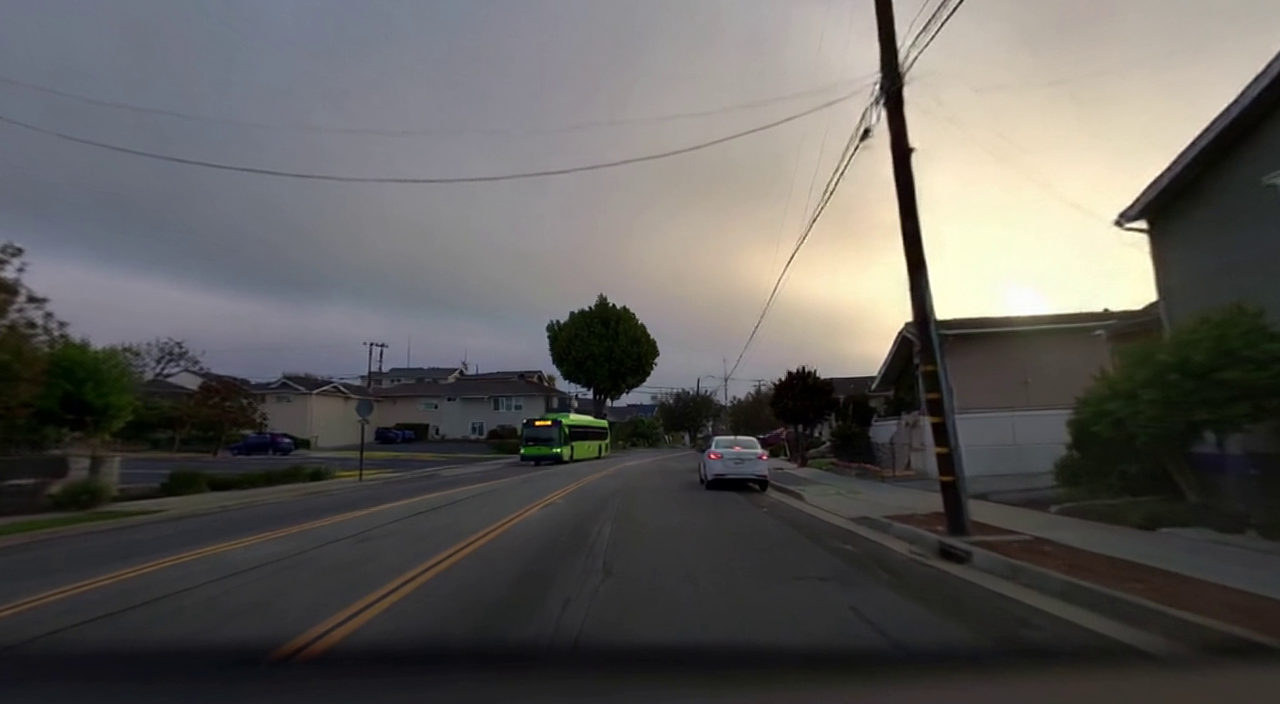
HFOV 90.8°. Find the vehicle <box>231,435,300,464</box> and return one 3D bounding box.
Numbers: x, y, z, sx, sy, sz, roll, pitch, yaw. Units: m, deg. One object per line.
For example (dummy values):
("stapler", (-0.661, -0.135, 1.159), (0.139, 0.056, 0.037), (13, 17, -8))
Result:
("vehicle", (-24.685, 6.424, 41.814), (2.006, 1.766, 4.685), (1, -8, -5))

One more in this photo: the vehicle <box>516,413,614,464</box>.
("vehicle", (-5.005, 6.395, 46.146), (3.577, 3.168, 13.108), (-2, -9, 9))

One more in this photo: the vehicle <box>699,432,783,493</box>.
("vehicle", (2.870, 3.222, 18.778), (1.984, 1.601, 3.994), (0, -8, 3))

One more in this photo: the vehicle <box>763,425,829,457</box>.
("vehicle", (11.407, 6.585, 46.583), (4.387, 1.812, 2.018), (-8, -11, 9))
